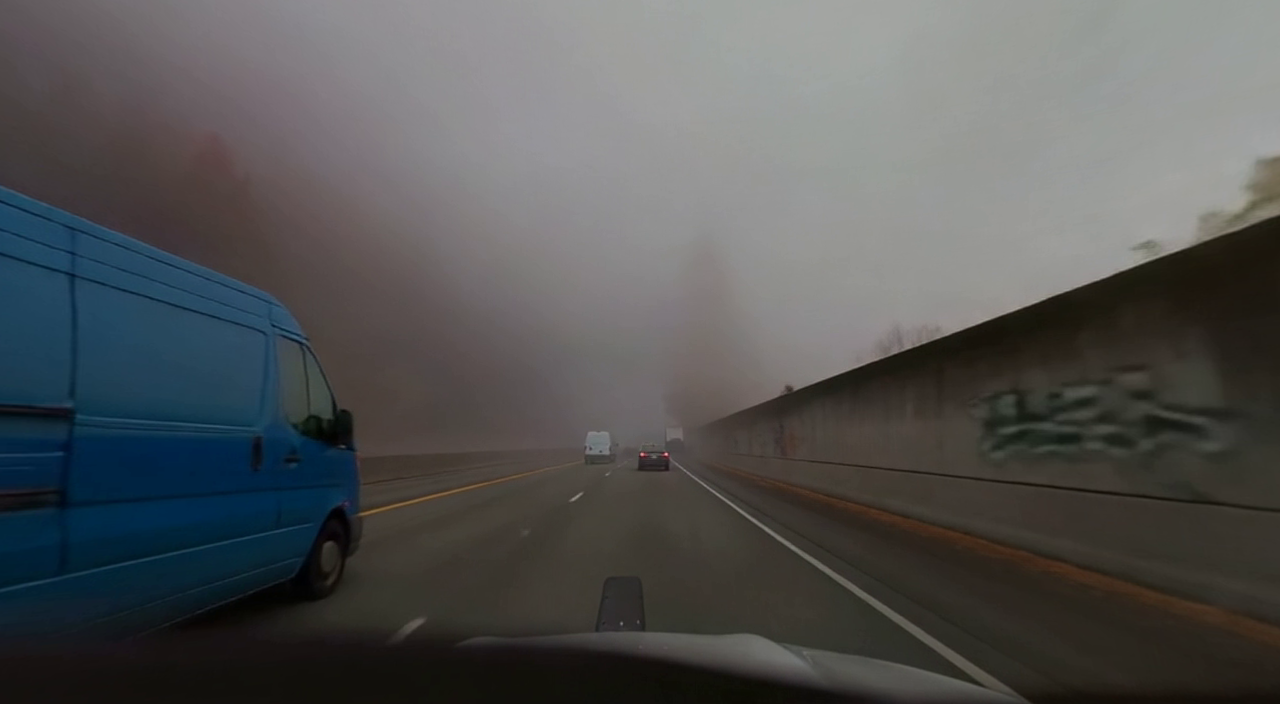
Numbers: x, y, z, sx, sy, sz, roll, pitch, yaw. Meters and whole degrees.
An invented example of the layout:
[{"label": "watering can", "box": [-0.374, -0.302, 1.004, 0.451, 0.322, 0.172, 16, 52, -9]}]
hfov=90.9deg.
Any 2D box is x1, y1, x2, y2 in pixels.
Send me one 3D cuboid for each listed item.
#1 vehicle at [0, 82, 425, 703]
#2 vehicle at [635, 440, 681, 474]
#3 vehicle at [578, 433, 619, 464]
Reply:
[{"label": "vehicle", "box": [-3.661, 0.497, 3.940, 2.297, 2.687, 6.317, 0, -8, 1]}, {"label": "vehicle", "box": [0.848, 4.995, 30.319, 2.071, 1.487, 3.948, 0, -8, 1]}, {"label": "vehicle", "box": [-2.744, 6.555, 42.857, 2.199, 1.973, 5.078, 0, -8, 3]}]
